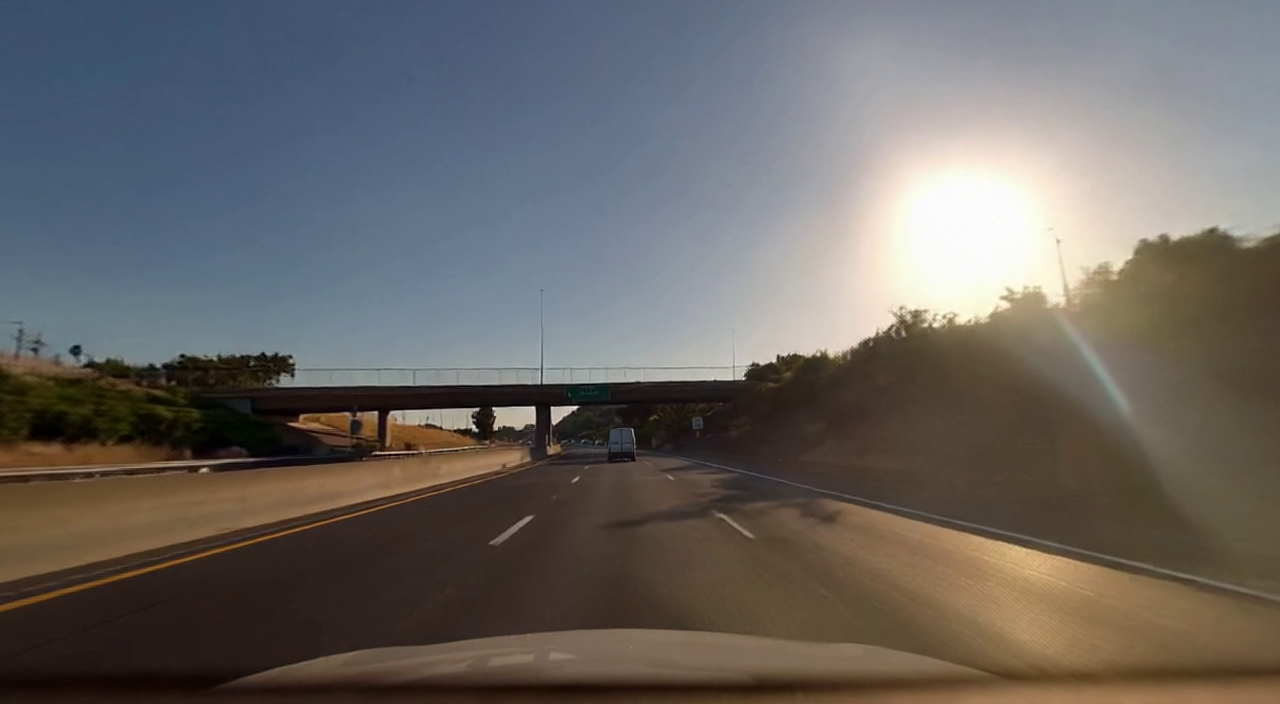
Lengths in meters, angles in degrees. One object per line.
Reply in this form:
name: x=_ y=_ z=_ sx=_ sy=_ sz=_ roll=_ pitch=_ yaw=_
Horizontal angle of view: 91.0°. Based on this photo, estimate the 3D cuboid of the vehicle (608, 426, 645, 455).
vehicle: x=-0.904 y=5.497 z=39.101 sx=2.157 sy=1.647 sz=4.524 roll=0 pitch=-8 yaw=-3
